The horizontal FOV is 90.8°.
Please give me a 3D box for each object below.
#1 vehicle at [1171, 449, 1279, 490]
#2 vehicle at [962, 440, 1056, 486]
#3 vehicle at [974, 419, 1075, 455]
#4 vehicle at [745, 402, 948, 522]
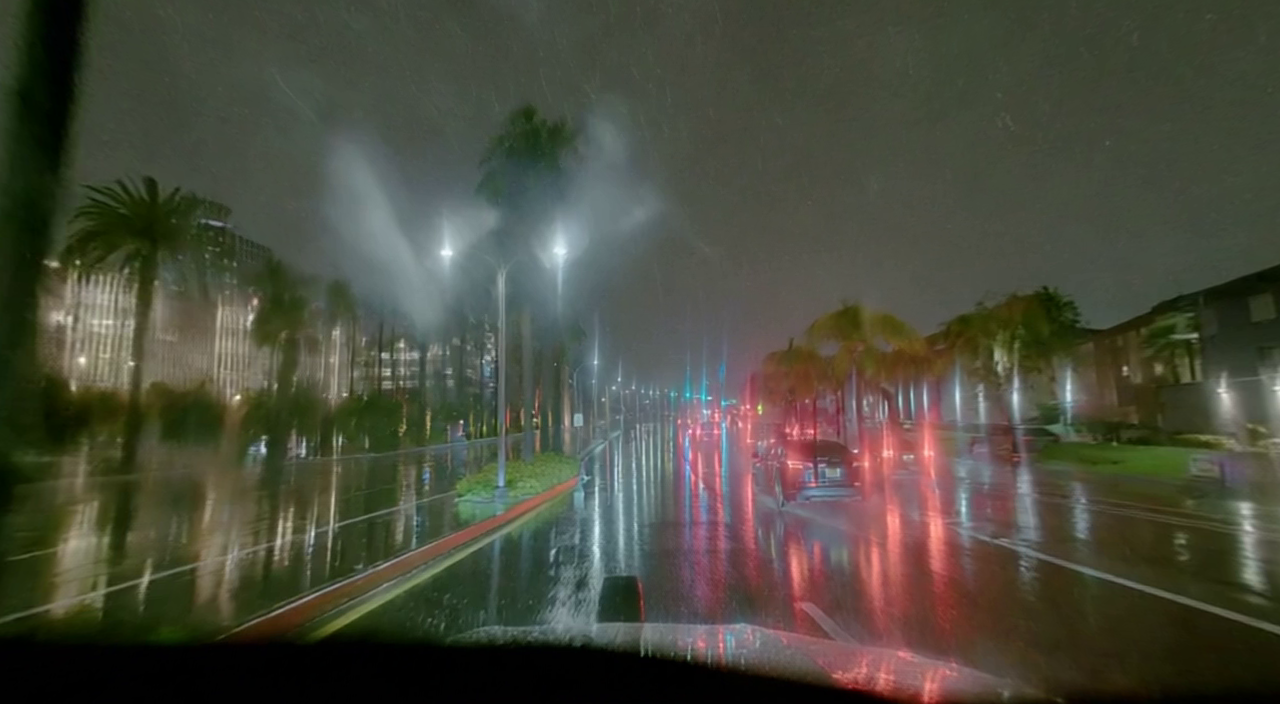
[{"bbox_3d":[24.011,4.596,24.889,4.378,1.489,1.901,0,-9,1],"label":"vehicle"},{"bbox_3d":[17.923,5.359,30.981,1.909,1.442,4.265,-5,-1,-2],"label":"vehicle"},{"bbox_3d":[25.356,5.597,41.795,4.991,1.798,2.501,-4,-2,1],"label":"vehicle"},{"bbox_3d":[3.546,2.038,12.043,2.219,1.795,4.718,0,-9,0],"label":"vehicle"}]
